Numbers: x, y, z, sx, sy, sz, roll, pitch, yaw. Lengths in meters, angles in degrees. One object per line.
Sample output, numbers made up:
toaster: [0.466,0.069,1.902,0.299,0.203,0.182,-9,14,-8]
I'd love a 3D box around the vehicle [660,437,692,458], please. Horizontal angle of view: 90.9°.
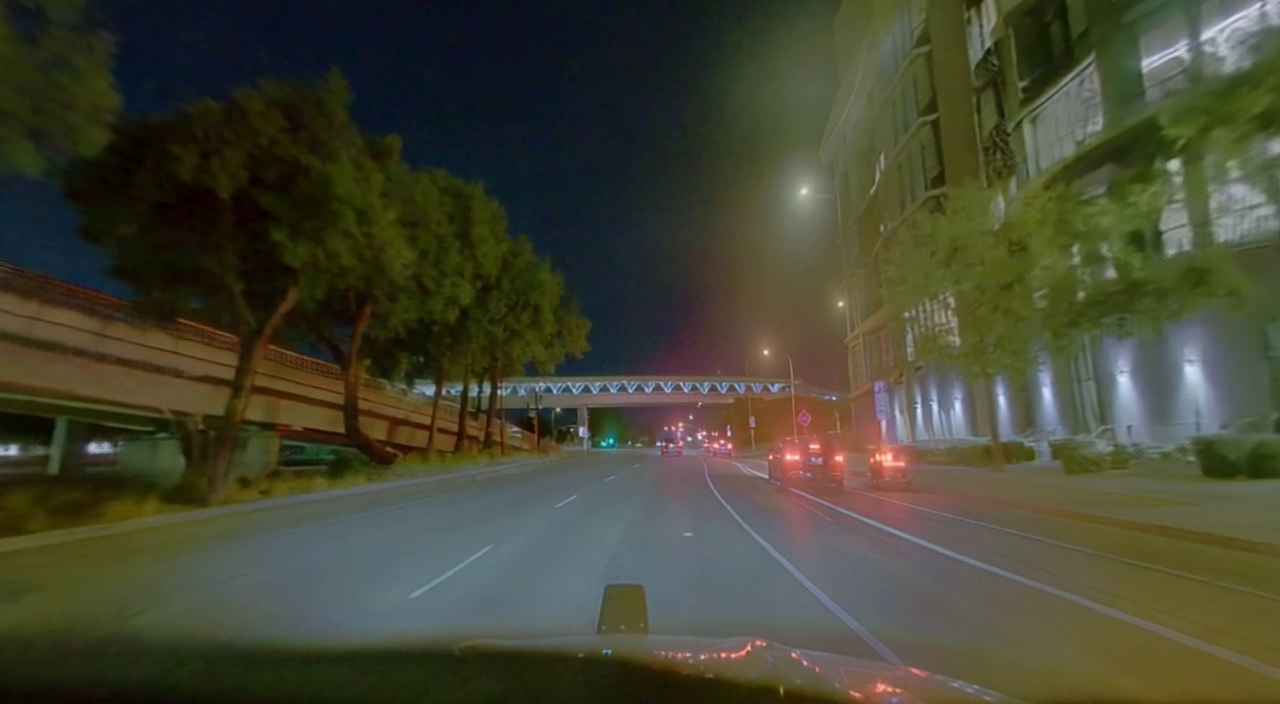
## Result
vehicle: [2.762,7.254,47.767,2.280,1.475,4.051,-1,-9,5]
